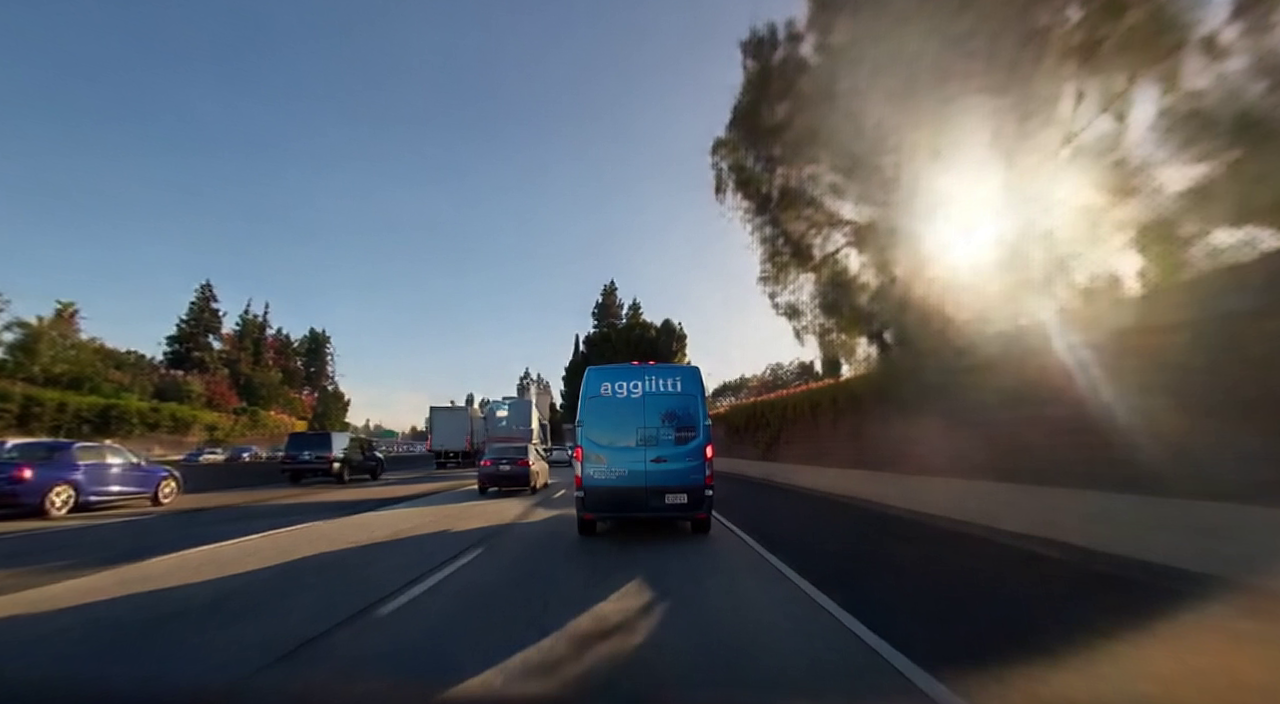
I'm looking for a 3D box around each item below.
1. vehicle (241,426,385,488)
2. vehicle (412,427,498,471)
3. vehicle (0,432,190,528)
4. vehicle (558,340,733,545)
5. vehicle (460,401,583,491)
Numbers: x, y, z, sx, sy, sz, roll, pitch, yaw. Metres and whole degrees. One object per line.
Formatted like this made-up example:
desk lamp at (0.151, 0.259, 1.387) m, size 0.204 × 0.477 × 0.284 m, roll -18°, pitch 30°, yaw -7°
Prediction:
vehicle at (-10.823, 3.522, 21.415) m, size 2.061 × 1.846 × 4.852 m, roll -1°, pitch -8°, yaw 3°
vehicle at (-9.836, 5.231, 34.269) m, size 2.566 × 2.158 × 5.957 m, roll -1°, pitch -8°, yaw 3°
vehicle at (-11.112, 2.322, 11.885) m, size 1.839 × 1.524 × 4.449 m, roll 0°, pitch -8°, yaw 2°
vehicle at (0.150, 1.665, 11.686) m, size 2.316 × 2.738 × 6.398 m, roll 0°, pitch -8°, yaw 1°
vehicle at (-3.448, 2.935, 19.785) m, size 2.729 × 2.439 × 5.418 m, roll 0°, pitch -8°, yaw 0°
